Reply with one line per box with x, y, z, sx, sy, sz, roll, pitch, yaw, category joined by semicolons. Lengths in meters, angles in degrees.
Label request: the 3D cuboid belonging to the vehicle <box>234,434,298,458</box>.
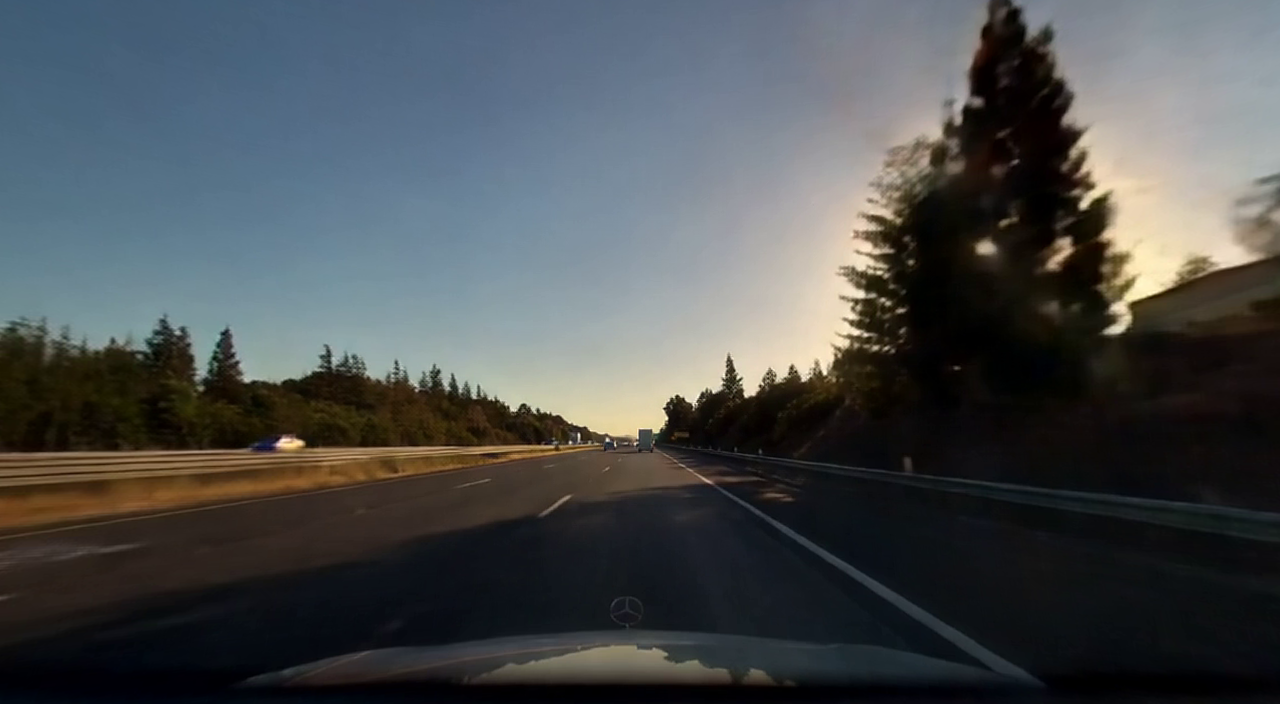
-24.245;6.126;40.933;1.737;1.477;3.839;0;-8;1;vehicle
